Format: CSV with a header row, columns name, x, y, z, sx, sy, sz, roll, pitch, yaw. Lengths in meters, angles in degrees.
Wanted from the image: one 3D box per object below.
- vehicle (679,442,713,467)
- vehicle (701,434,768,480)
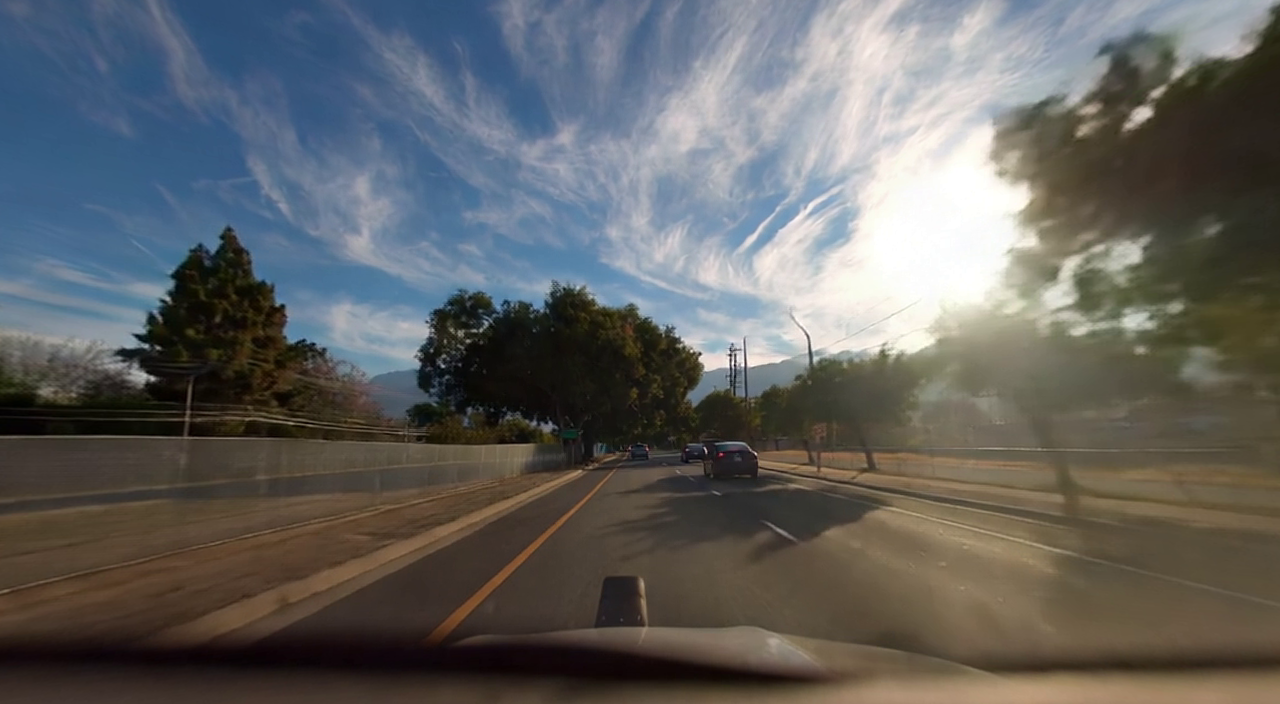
name,x,y,z,sx,sy,sz,roll,pitch,yaw
vehicle,3.892,7.167,44.463,2.012,1.653,4.115,0,-9,-1
vehicle,4.045,4.615,27.924,2.112,1.825,4.574,0,-9,-2
